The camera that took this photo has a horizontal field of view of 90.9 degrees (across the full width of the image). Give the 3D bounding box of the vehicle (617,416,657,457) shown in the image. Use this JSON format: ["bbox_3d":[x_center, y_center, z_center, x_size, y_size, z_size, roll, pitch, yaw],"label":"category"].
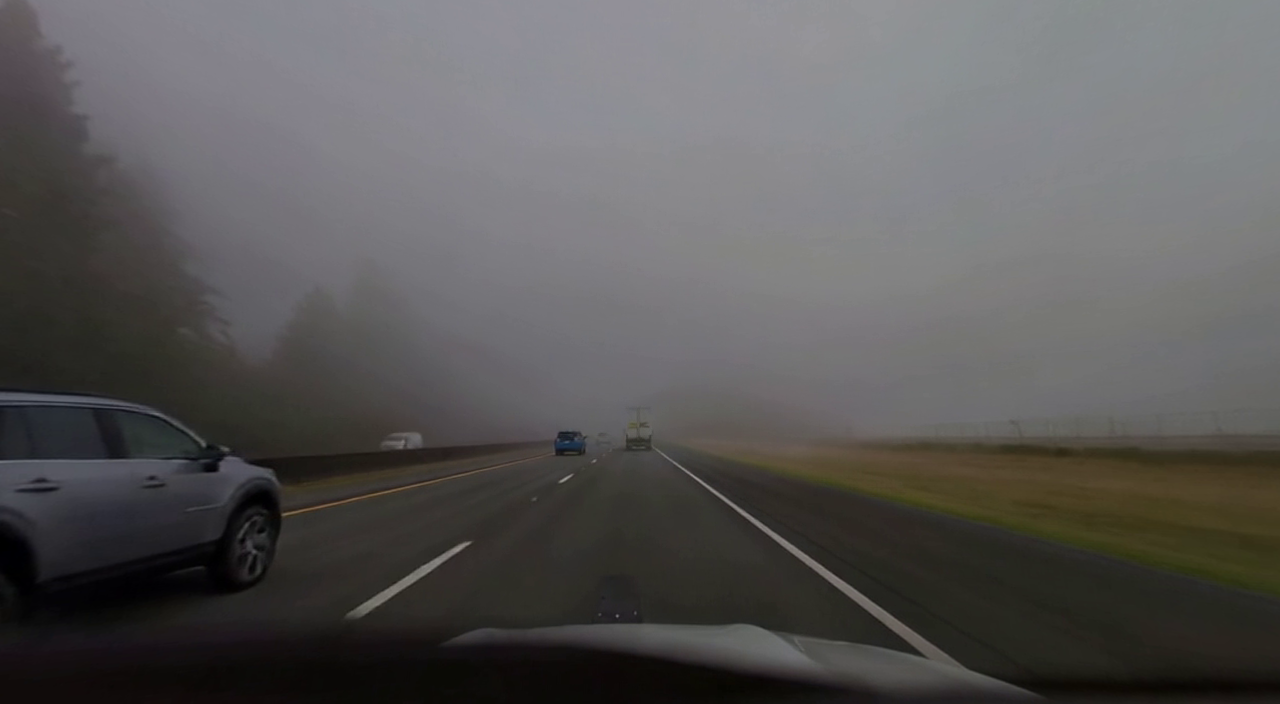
[{"bbox_3d":[-0.240,5.647,41.893,2.526,2.531,5.026,0,-8,-1],"label":"vehicle"}]

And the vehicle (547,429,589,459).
[{"bbox_3d":[-4.419,5.684,39.145,2.049,1.726,4.291,0,-8,0],"label":"vehicle"}]

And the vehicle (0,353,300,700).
[{"bbox_3d":[-4.108,0.908,3.509,2.045,1.655,4.301,0,-8,-1],"label":"vehicle"}]

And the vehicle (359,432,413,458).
[{"bbox_3d":[-17.907,6.555,44.666,1.902,1.712,4.858,0,-8,-1],"label":"vehicle"}]
